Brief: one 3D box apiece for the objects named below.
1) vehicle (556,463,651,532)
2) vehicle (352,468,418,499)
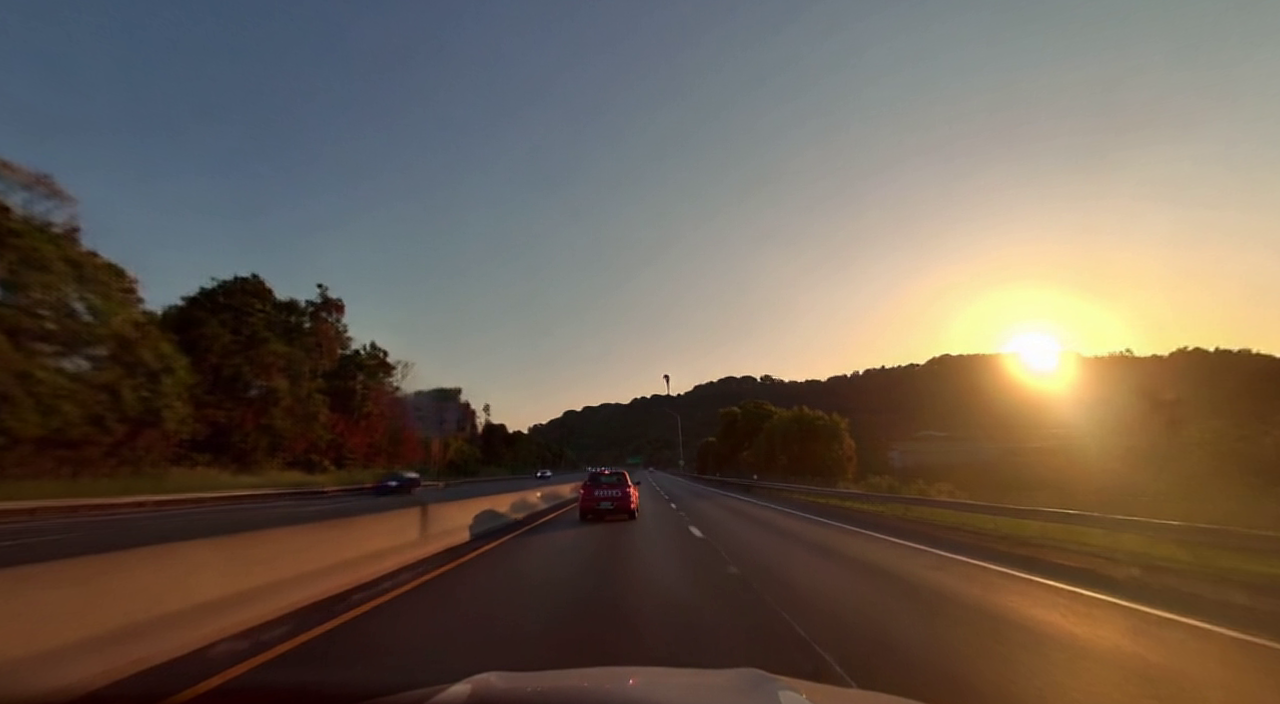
[{"bbox_3d":[-0.834,3.767,16.887,2.135,1.506,5.041,1,-10,0],"label":"vehicle"},{"bbox_3d":[-13.758,7.095,34.296,1.907,1.511,4.104,-2,-10,0],"label":"vehicle"}]
